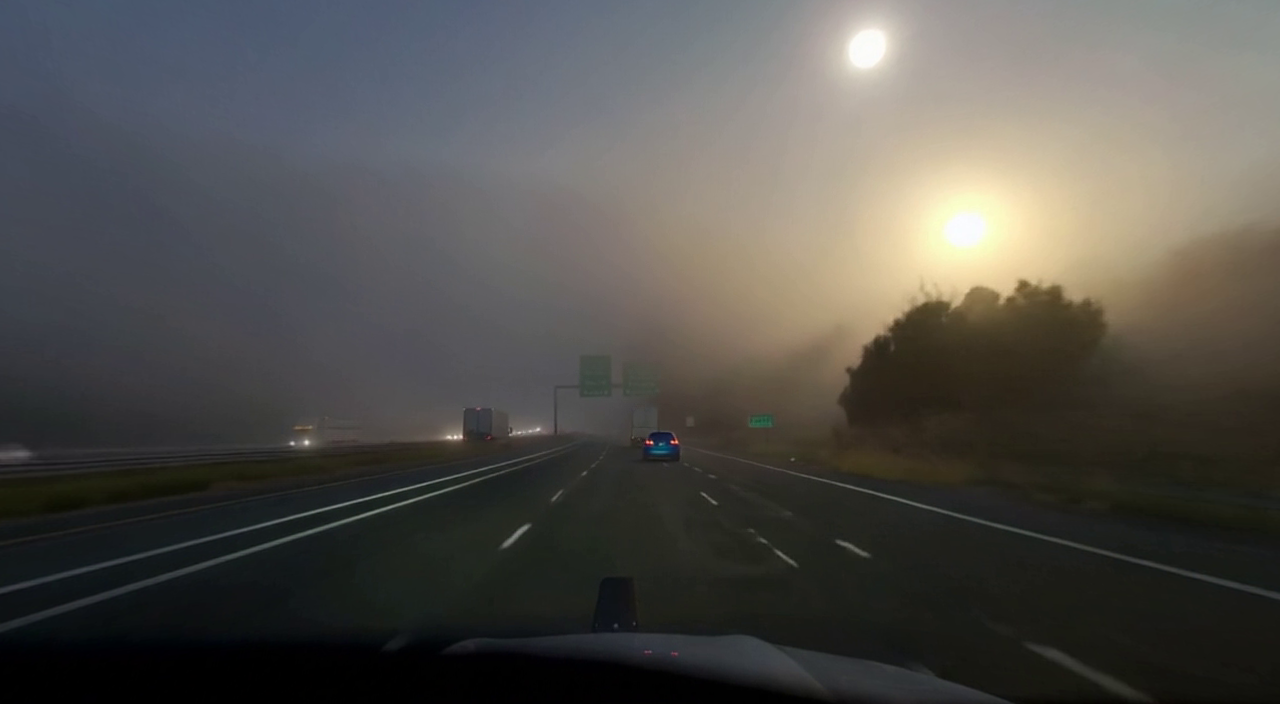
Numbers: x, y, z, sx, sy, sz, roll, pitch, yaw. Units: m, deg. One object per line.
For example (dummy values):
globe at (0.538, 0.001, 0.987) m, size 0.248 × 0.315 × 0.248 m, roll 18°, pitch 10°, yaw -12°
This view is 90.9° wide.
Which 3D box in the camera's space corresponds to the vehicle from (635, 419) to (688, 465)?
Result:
vehicle at (0.886, 4.044, 28.440) m, size 2.076 × 1.914 × 4.287 m, roll 0°, pitch -8°, yaw -2°
